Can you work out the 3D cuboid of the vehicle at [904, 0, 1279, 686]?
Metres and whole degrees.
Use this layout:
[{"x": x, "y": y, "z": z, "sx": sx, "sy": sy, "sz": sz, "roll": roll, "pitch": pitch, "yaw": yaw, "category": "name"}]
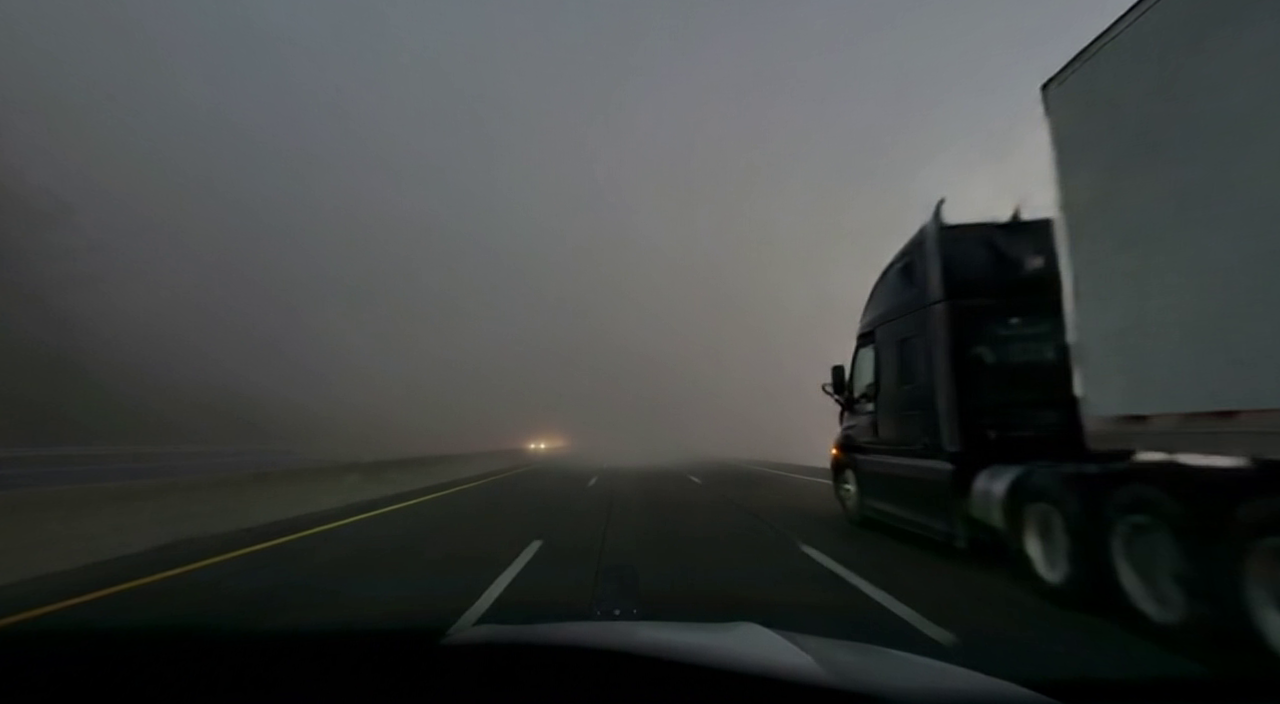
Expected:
[{"x": 4.949, "y": -0.337, "z": 2.746, "sx": 3.041, "sy": 4.012, "sz": 10.162, "roll": 0, "pitch": -8, "yaw": -1, "category": "vehicle"}]
